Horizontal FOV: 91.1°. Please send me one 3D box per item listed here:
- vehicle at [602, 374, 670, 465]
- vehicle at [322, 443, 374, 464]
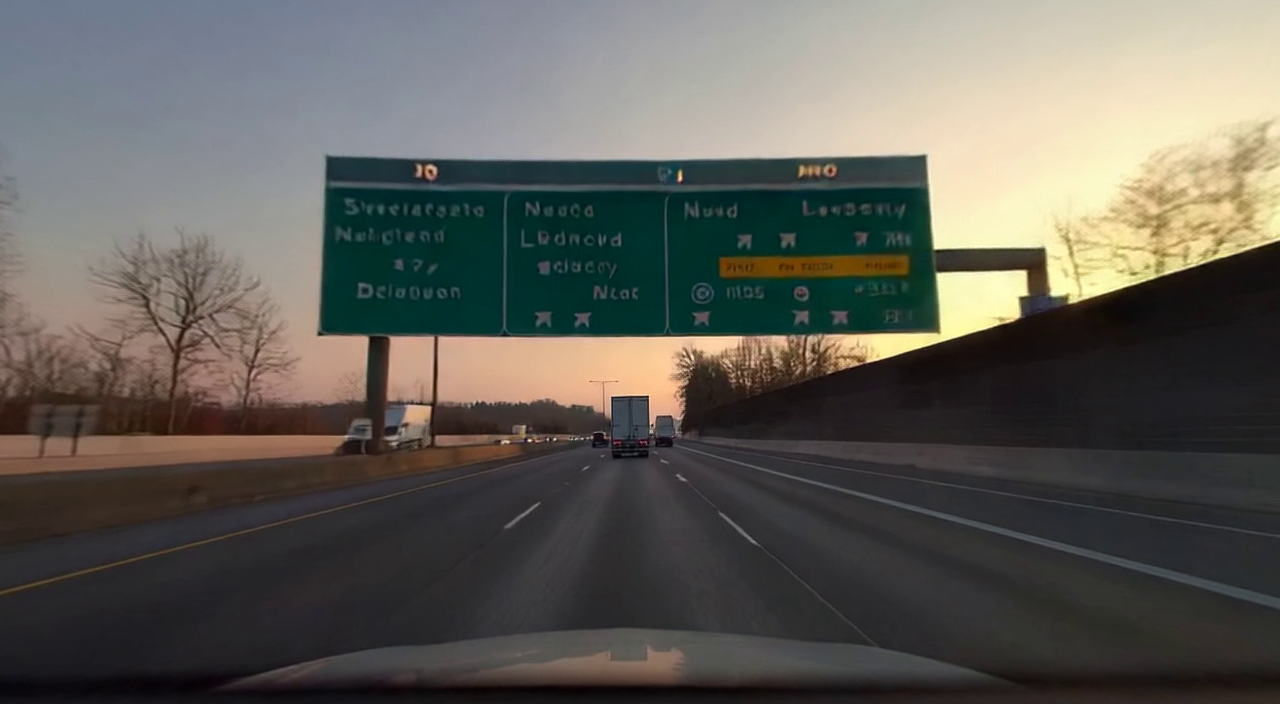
[{"bbox_3d":[-0.301,4.056,35.923,2.965,3.972,16.689,0,-8,-1],"label":"vehicle"},{"bbox_3d":[-22.477,7.797,48.525,1.893,1.500,4.445,0,-8,0],"label":"vehicle"}]
